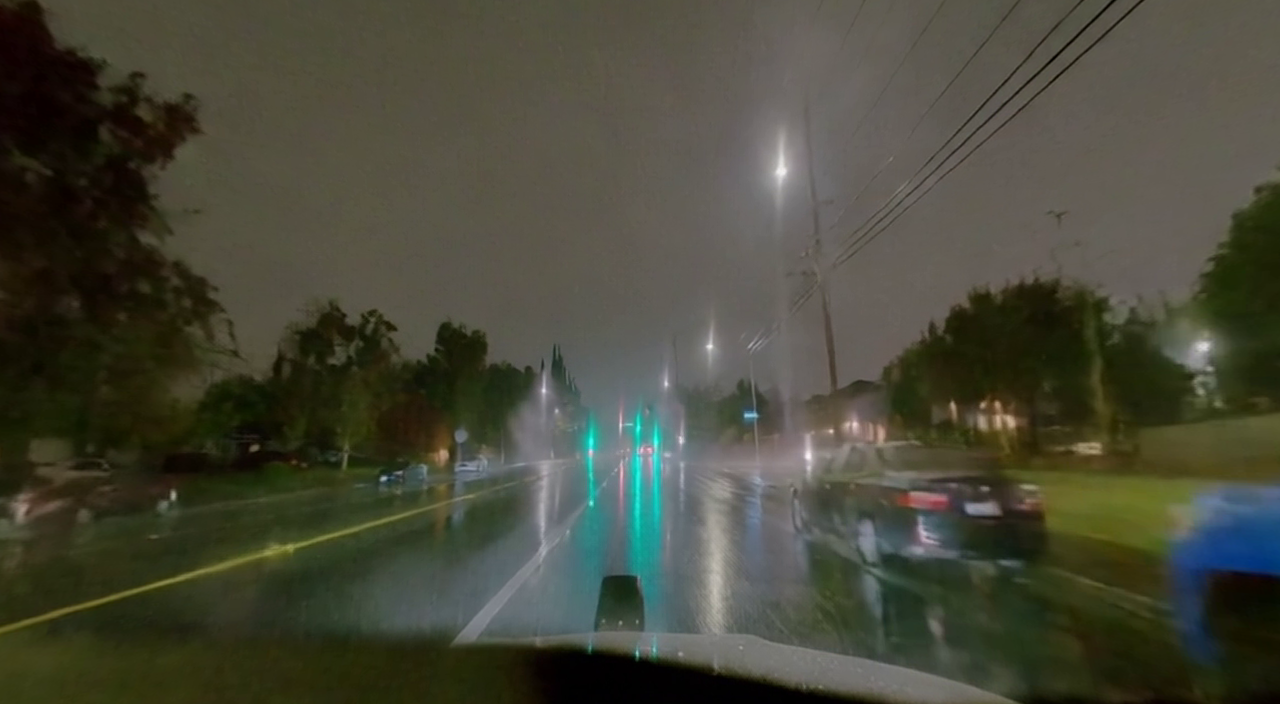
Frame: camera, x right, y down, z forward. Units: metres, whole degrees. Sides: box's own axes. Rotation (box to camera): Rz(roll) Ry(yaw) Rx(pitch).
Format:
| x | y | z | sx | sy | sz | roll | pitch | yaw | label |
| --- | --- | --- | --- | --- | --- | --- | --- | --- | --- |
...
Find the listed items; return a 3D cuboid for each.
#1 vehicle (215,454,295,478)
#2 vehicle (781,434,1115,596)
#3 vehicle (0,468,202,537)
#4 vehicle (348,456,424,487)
| x | y | z | sx | sy | sz | roll | pitch | yaw | label |
| --- | --- | --- | --- | --- | --- | --- | --- | --- | --- |
| -24.185 | 7.187 | 39.780 | 3.894 | 1.459 | 1.638 | 1 | -12 | 0 | vehicle |
| 3.491 | 1.924 | 8.528 | 2.093 | 1.524 | 4.835 | 0 | -8 | 0 | vehicle |
| -13.779 | 3.780 | 16.356 | 1.802 | 1.402 | 4.251 | -1 | -9 | 0 | vehicle |
| -13.624 | 6.428 | 34.241 | 1.901 | 1.481 | 4.636 | -1 | -9 | 4 | vehicle |
